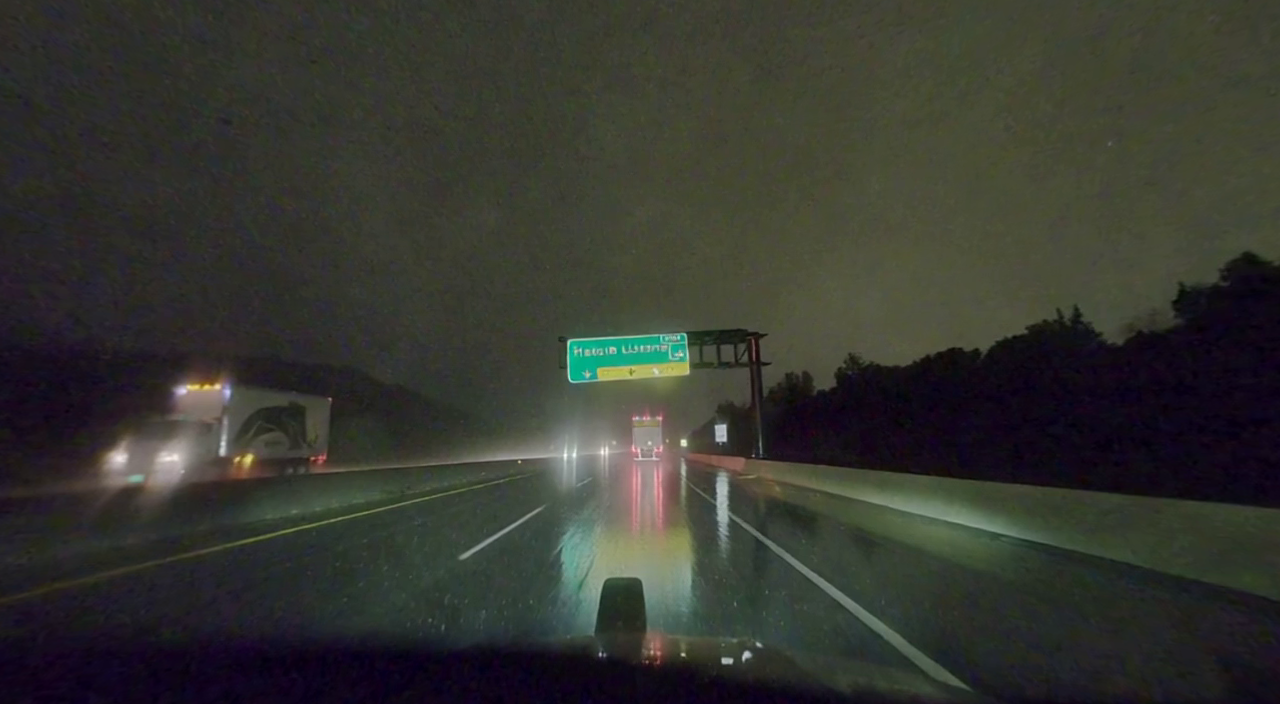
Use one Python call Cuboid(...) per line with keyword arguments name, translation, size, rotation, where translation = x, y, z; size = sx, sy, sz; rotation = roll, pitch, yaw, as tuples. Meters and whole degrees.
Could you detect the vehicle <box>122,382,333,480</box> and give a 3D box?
Cuboid(name="vehicle", translation=(-17.986, 3.683, 28.791), size=(3.010, 3.718, 9.772), rotation=(0, -8, 0))
